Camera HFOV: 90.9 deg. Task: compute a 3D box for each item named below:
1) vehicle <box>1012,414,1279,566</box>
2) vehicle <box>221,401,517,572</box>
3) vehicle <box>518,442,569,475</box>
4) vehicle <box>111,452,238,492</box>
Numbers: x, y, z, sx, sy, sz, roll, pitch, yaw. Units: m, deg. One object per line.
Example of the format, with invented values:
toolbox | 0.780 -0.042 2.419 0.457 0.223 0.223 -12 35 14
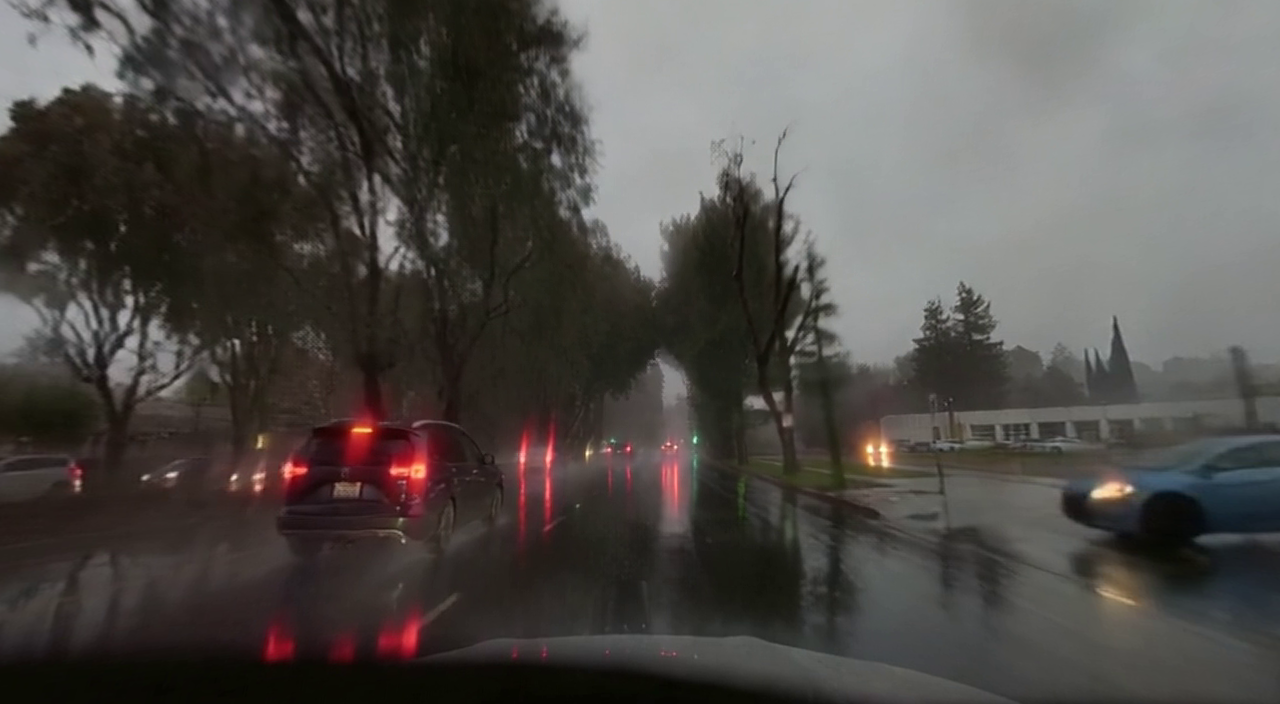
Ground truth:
vehicle | 7.785 1.659 7.909 4.824 1.646 2.077 -1 -9 9
vehicle | -3.253 1.722 8.785 2.123 1.761 4.322 0 -9 1
vehicle | -5.377 5.962 35.565 1.985 1.708 4.310 -1 -9 3
vehicle | -22.134 5.706 30.271 2.370 1.705 4.599 -1 -9 4
